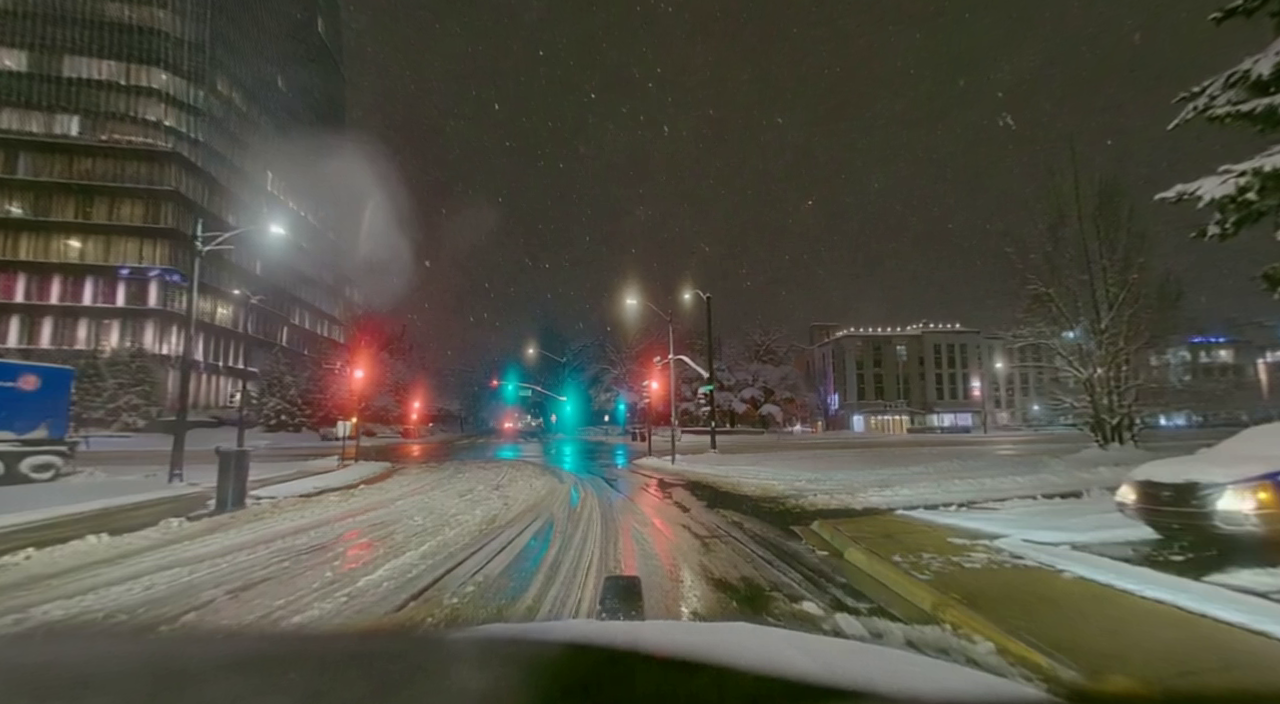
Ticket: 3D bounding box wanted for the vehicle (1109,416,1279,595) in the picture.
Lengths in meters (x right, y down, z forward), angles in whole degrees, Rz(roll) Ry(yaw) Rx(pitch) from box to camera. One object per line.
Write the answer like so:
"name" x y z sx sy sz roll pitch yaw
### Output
"vehicle" 6.604 1.206 4.781 2.089 1.481 4.436 2 -9 -15
